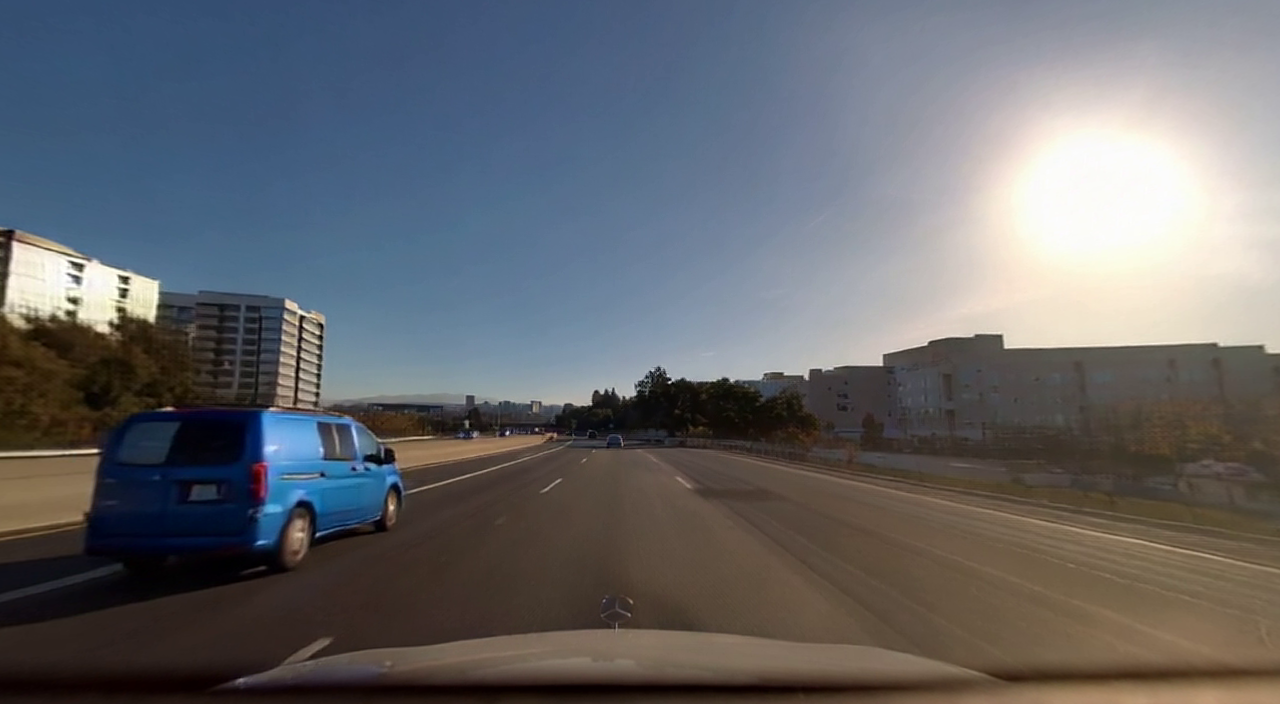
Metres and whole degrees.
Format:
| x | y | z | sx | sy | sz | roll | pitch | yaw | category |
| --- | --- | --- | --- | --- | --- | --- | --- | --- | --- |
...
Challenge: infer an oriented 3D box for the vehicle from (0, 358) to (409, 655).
| x | y | z | sx | sy | sz | roll | pitch | yaw | category |
| --- | --- | --- | --- | --- | --- | --- | --- | --- | --- |
| -4.255 | 1.254 | 6.308 | 2.219 | 1.827 | 4.738 | 0 | -8 | -2 | vehicle |
